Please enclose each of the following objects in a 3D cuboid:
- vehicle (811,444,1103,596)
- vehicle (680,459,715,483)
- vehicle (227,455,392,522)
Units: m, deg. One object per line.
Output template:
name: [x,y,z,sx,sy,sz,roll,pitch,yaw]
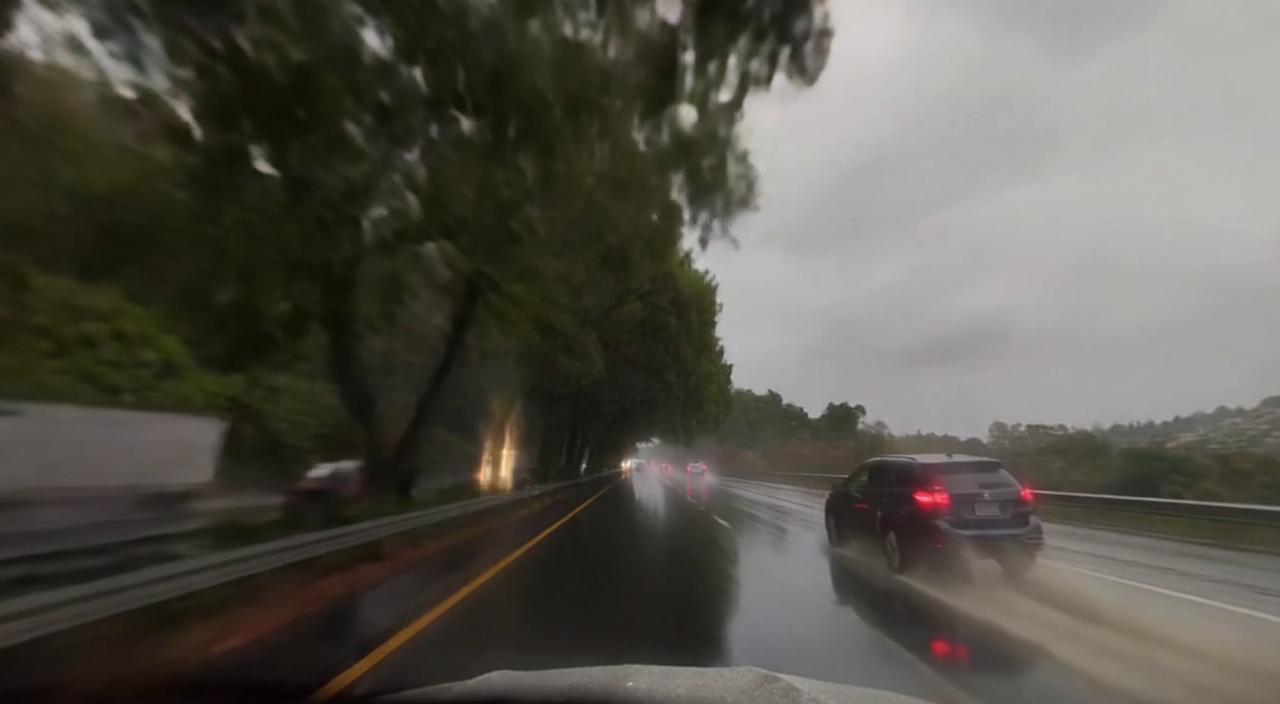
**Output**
vehicle: [3.761,2.071,8.438,1.825,1.494,3.959,1,-10,0]
vehicle: [4.043,8.482,44.899,2.156,1.569,3.821,1,-10,0]
vehicle: [-8.922,3.725,17.600,1.958,1.576,4.727,1,-10,1]
